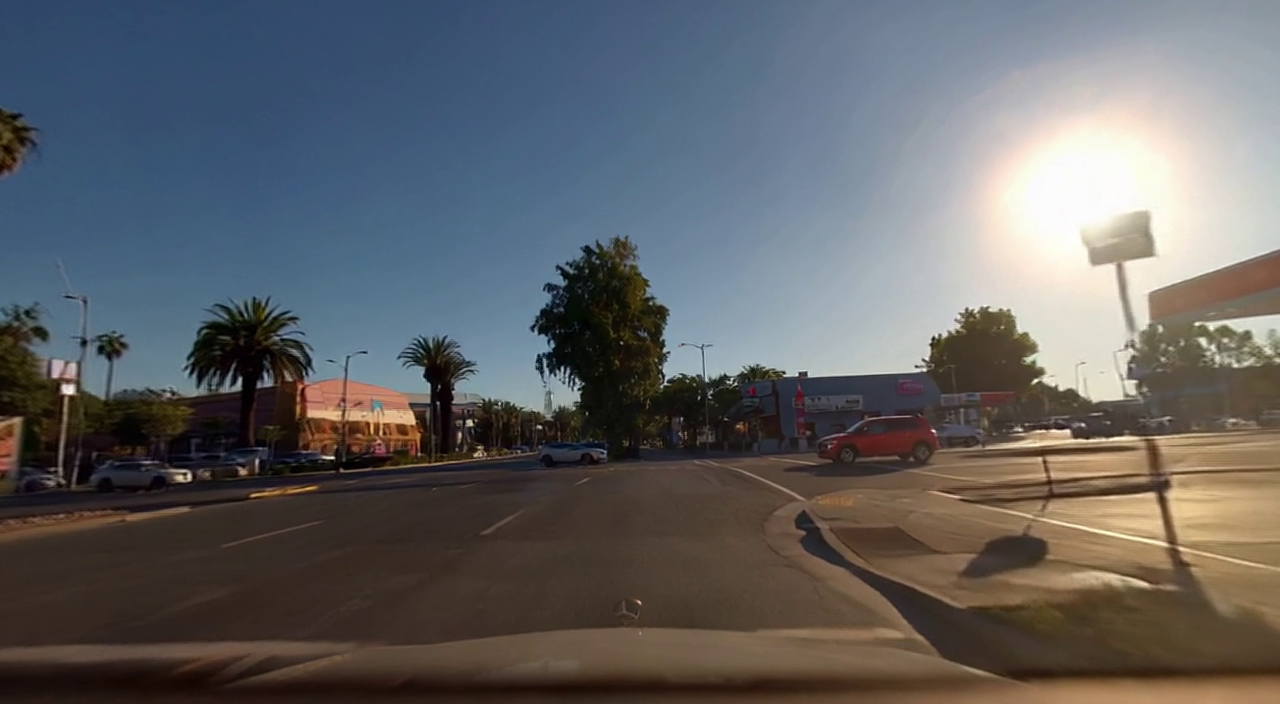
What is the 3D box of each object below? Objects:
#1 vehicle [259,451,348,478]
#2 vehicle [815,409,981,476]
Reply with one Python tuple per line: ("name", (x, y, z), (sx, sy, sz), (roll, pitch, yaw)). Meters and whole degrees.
("vehicle", (-25.936, 8.710, 48.637), (5.803, 1.632, 2.173), (-4, -7, 3))
("vehicle", (8.667, 3.092, 21.480), (4.640, 1.800, 2.026), (-5, -8, 0))
